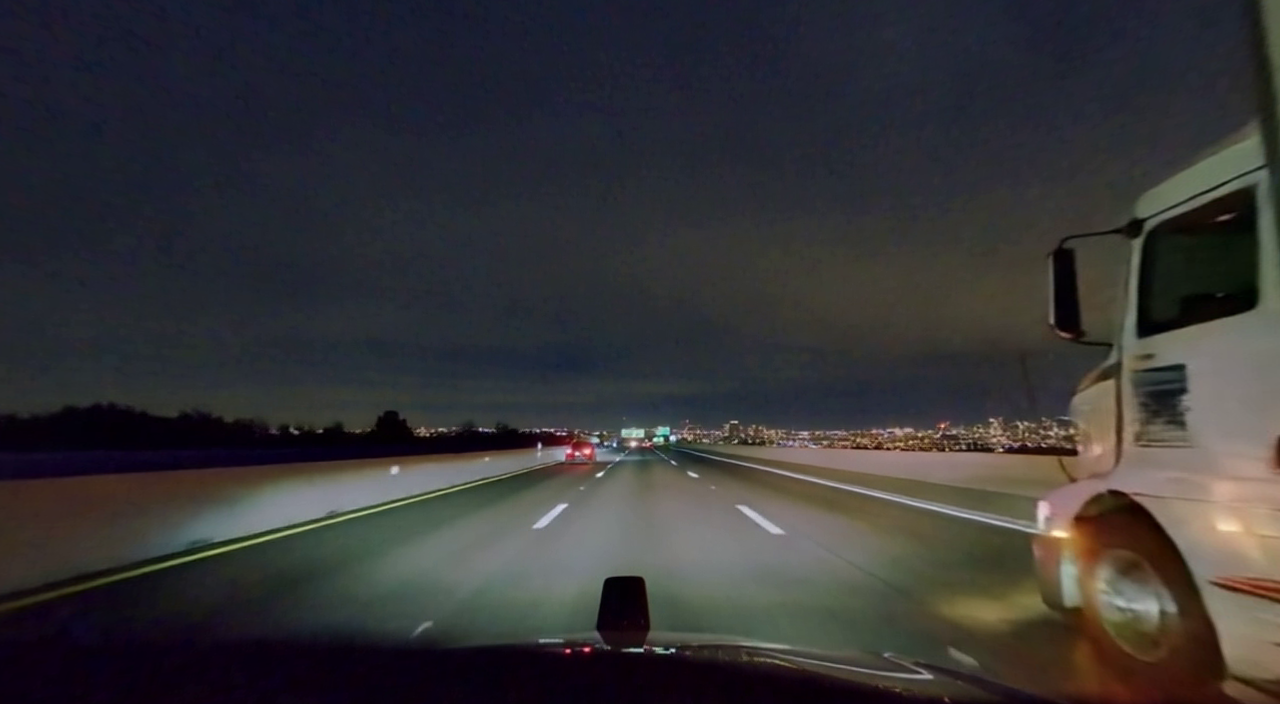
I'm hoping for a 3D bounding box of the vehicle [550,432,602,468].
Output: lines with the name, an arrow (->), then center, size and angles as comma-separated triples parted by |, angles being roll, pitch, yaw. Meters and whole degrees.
vehicle -> -3.206, 5.042, 32.666 | 2.189, 1.707, 4.692 | 0, -8, 0
